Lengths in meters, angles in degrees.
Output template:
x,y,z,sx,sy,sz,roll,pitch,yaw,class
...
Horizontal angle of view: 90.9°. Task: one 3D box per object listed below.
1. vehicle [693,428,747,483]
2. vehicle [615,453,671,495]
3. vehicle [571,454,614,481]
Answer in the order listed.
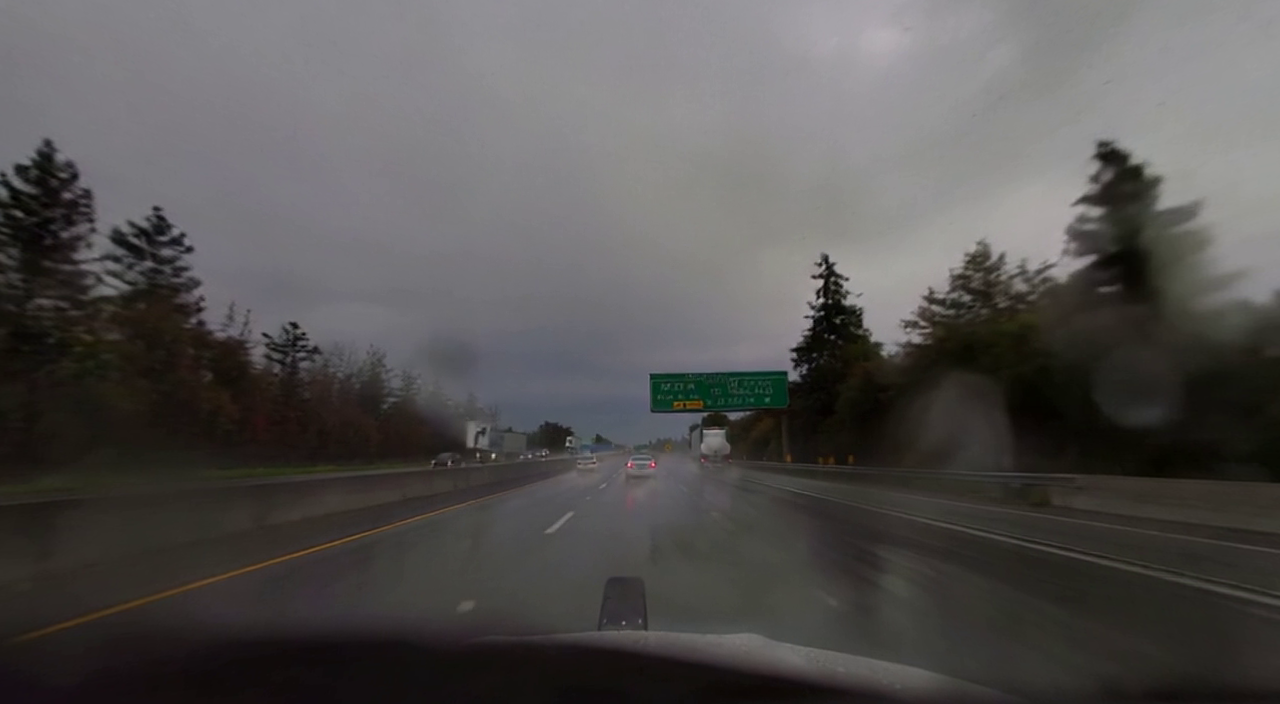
x,y,z,sx,sy,sz,roll,pitch,yaw,class
5.018,6.359,38.678,2.650,2.978,6.937,-3,-10,11,vehicle
0.090,4.858,25.446,2.089,1.516,4.191,0,-9,-1,vehicle
-2.718,6.691,36.743,2.105,1.467,4.099,0,-9,1,vehicle
